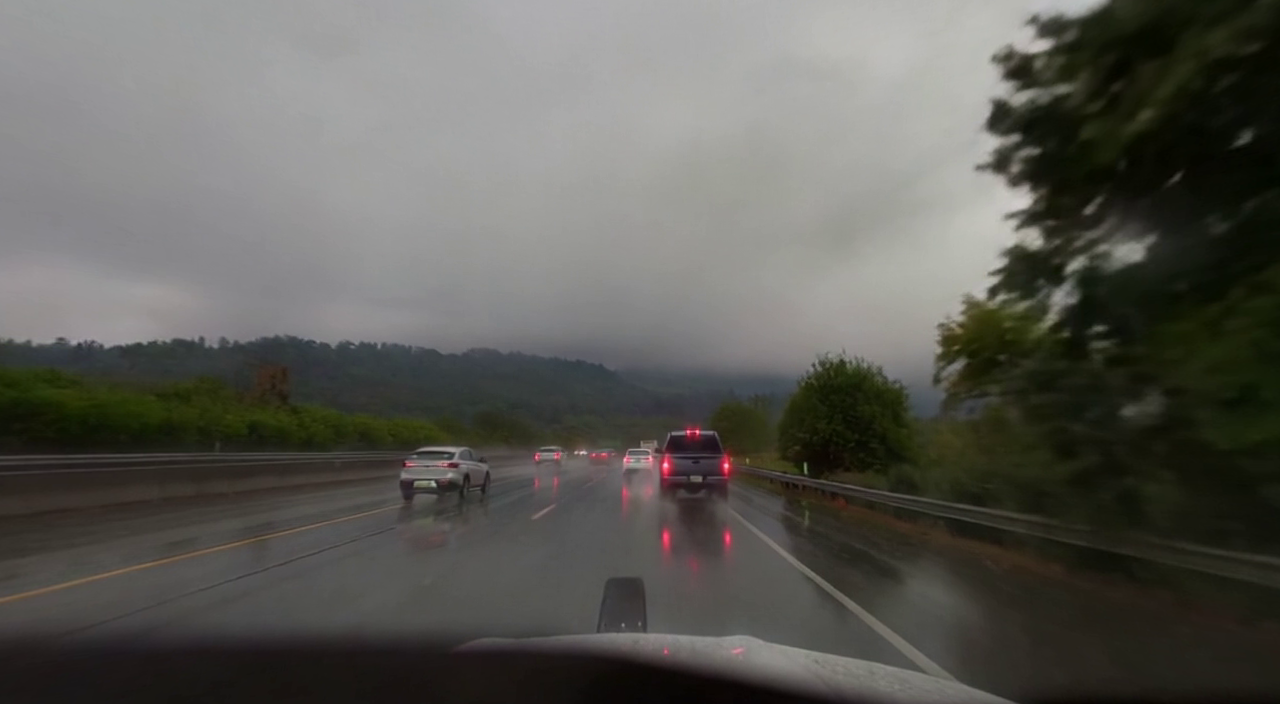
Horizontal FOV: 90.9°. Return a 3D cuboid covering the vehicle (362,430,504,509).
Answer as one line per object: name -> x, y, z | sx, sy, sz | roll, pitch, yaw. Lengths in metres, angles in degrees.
vehicle -> -4.786, 2.780, 15.317 | 1.934, 1.642, 4.201 | 0, -9, 2

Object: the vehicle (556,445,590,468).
vehicle -> -4.536, 7.180, 43.420 | 1.855, 1.527, 4.209 | 0, -9, 0

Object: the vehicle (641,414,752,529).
vehicle -> 0.958, 2.328, 12.699 | 1.825, 1.920, 3.960 | 0, -9, 0

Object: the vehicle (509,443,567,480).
vehicle -> -4.493, 4.850, 28.189 | 1.867, 1.489, 3.829 | 0, -9, 1
